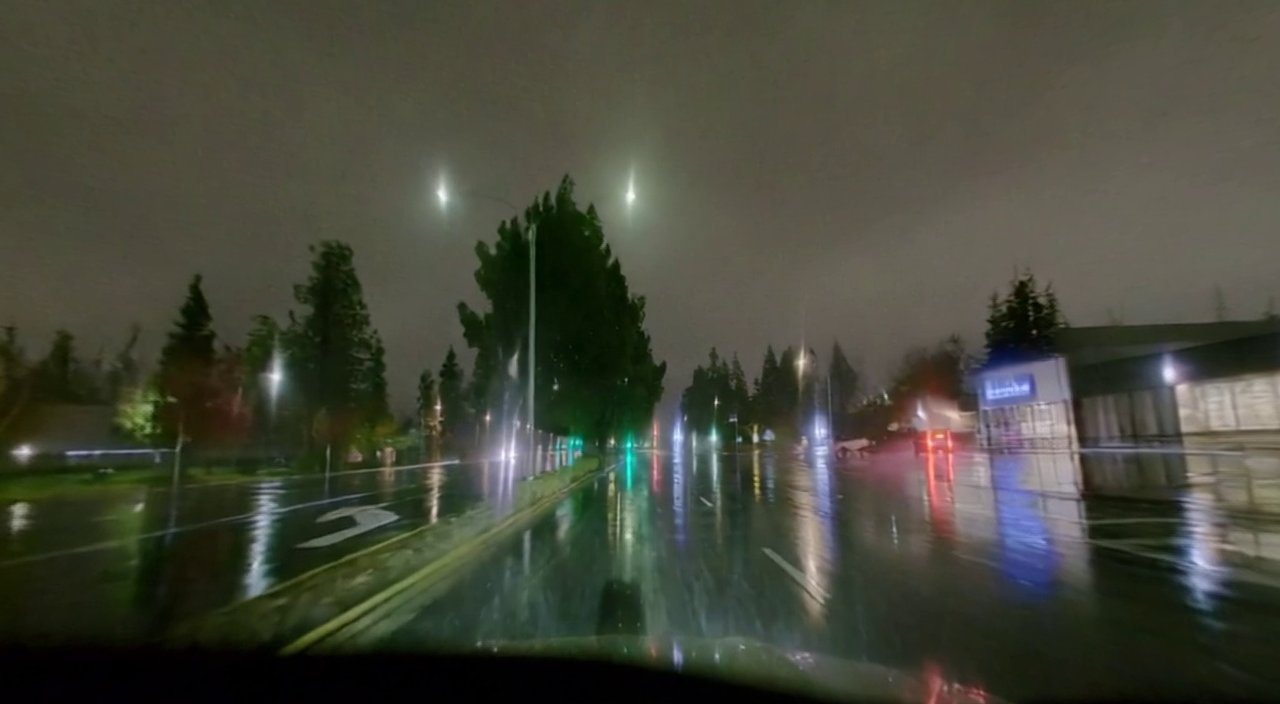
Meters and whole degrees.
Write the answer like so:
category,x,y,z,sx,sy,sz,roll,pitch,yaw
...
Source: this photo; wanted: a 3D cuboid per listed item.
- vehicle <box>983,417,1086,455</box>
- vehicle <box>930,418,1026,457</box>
category,x,y,z,sx,sy,sz,roll,pitch,yaw
vehicle,22.262,4.795,35.976,2.269,1.949,5.193,-1,-8,-2
vehicle,18.790,4.828,35.509,2.228,1.991,5.447,0,-9,-2
